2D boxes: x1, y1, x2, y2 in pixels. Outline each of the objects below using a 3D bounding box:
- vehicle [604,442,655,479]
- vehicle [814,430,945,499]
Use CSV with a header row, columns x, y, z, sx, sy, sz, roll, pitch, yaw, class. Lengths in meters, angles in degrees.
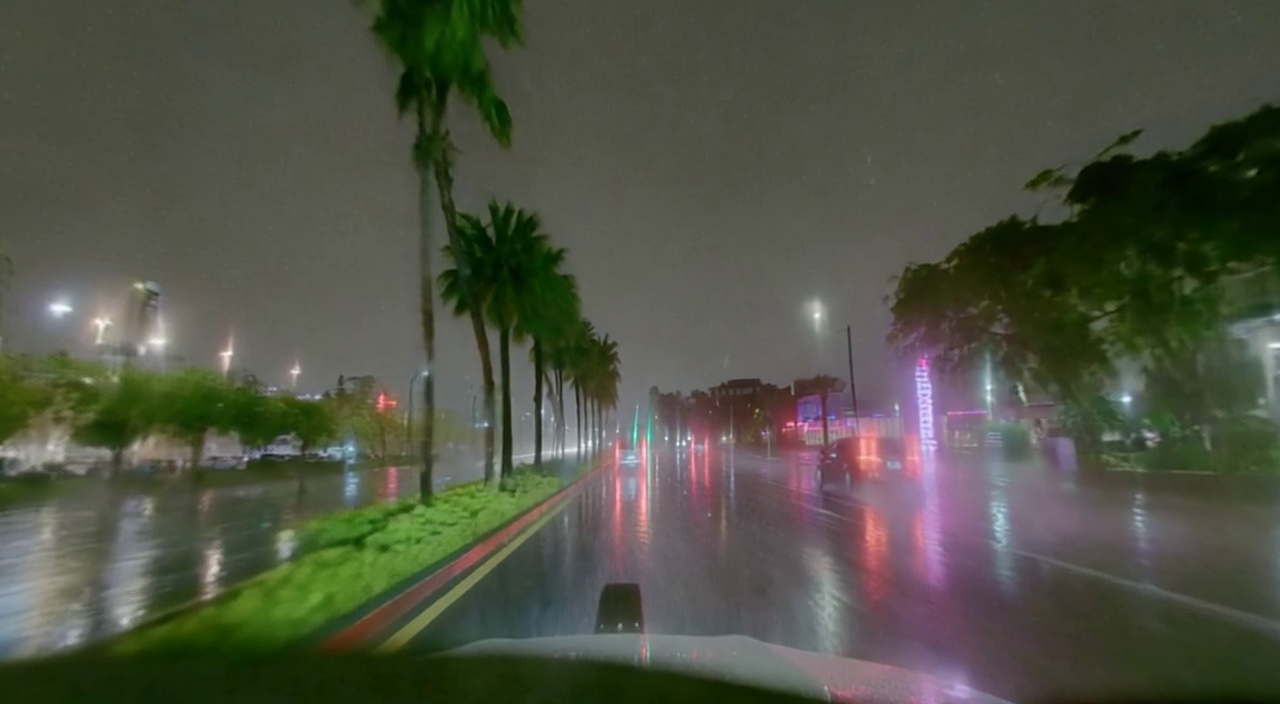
x,y,z,sx,sy,sz,roll,pitch,yaw,class
-0.421,4.423,25.910,1.970,1.402,3.756,0,-8,-1,vehicle
6.380,3.021,17.325,1.949,1.647,3.894,0,-8,-2,vehicle
